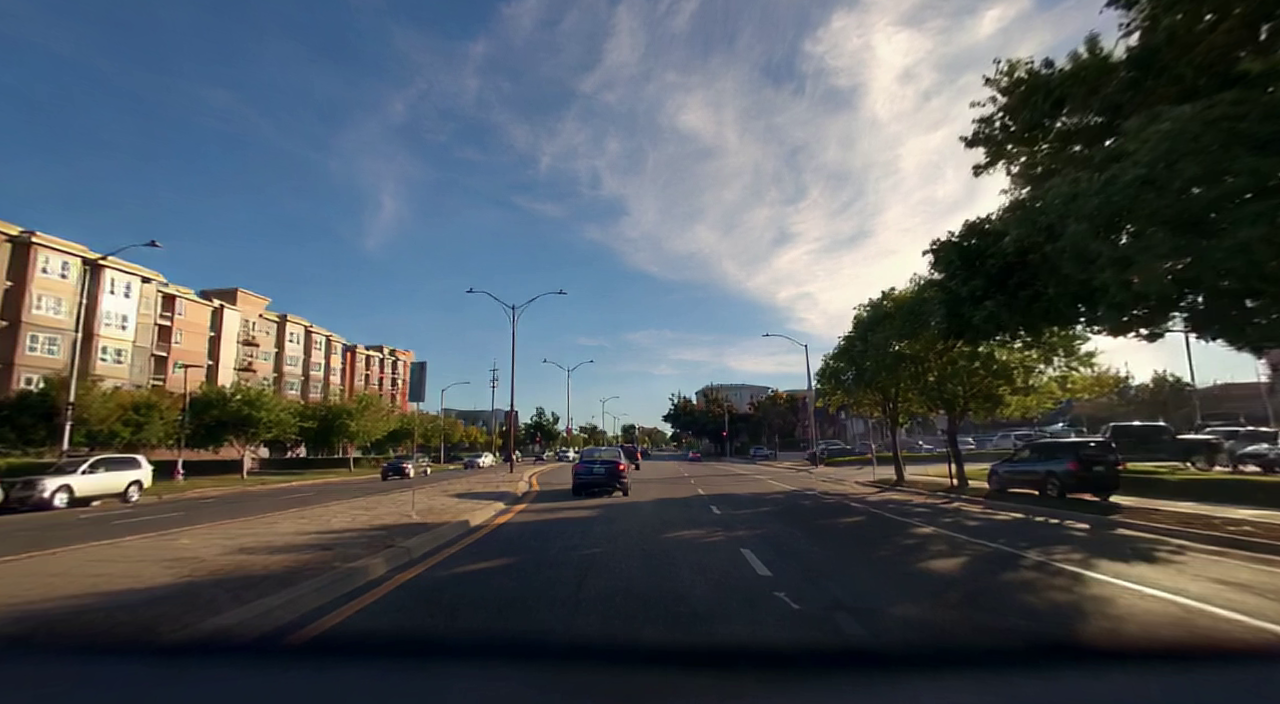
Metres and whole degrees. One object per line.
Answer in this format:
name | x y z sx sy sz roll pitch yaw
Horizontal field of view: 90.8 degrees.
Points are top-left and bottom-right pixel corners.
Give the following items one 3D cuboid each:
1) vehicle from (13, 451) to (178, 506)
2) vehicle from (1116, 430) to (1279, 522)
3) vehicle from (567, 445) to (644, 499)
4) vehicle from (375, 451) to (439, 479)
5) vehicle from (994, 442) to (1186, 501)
vehicle | -20.572 4.762 24.249 2.103 1.824 4.755 0 -9 -1
vehicle | 12.470 2.441 12.737 1.985 1.626 4.824 0 -9 1
vehicle | -1.074 3.663 19.723 2.144 1.447 4.421 0 -9 -3
vehicle | -13.256 6.436 36.224 1.882 1.475 4.522 0 -9 1
vehicle | 12.482 3.327 18.007 2.062 1.442 4.533 0 -9 -1
